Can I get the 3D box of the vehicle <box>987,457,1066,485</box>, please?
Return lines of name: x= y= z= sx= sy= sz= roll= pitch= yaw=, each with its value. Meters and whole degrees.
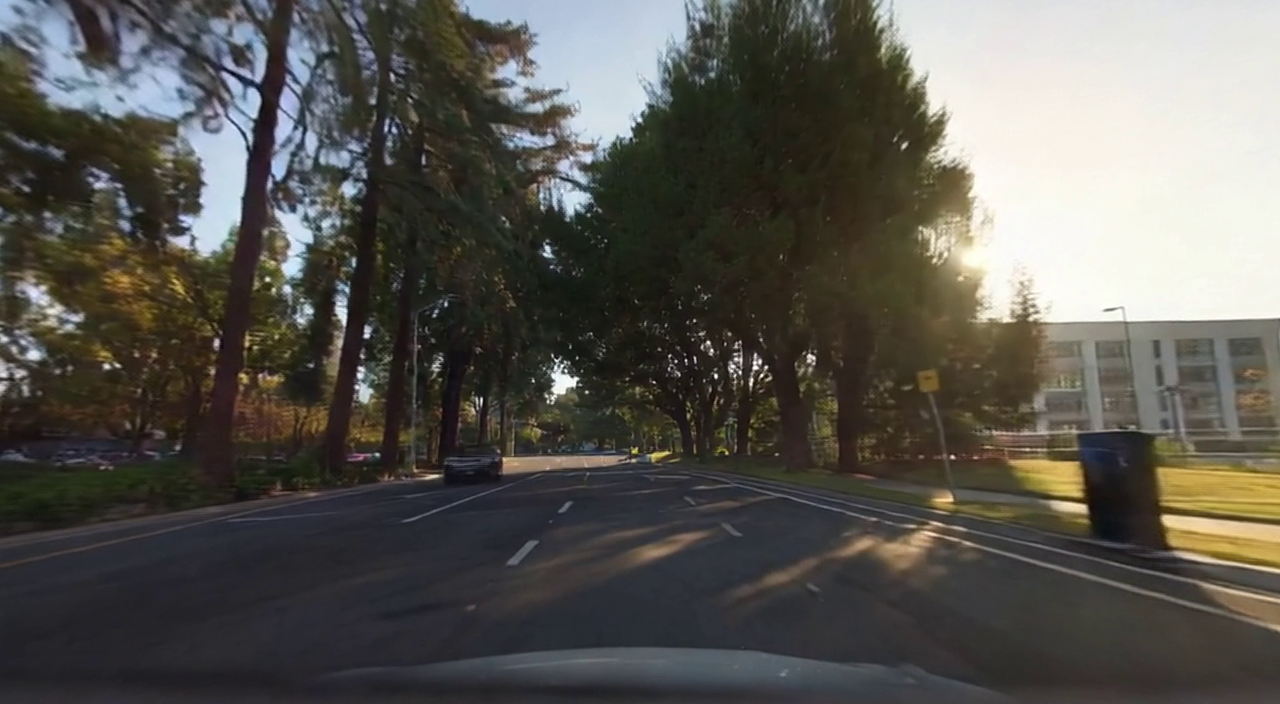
vehicle: x=24.401 y=7.506 z=40.144 sx=1.905 sy=1.575 sz=4.678 roll=0 pitch=-9 yaw=-3
